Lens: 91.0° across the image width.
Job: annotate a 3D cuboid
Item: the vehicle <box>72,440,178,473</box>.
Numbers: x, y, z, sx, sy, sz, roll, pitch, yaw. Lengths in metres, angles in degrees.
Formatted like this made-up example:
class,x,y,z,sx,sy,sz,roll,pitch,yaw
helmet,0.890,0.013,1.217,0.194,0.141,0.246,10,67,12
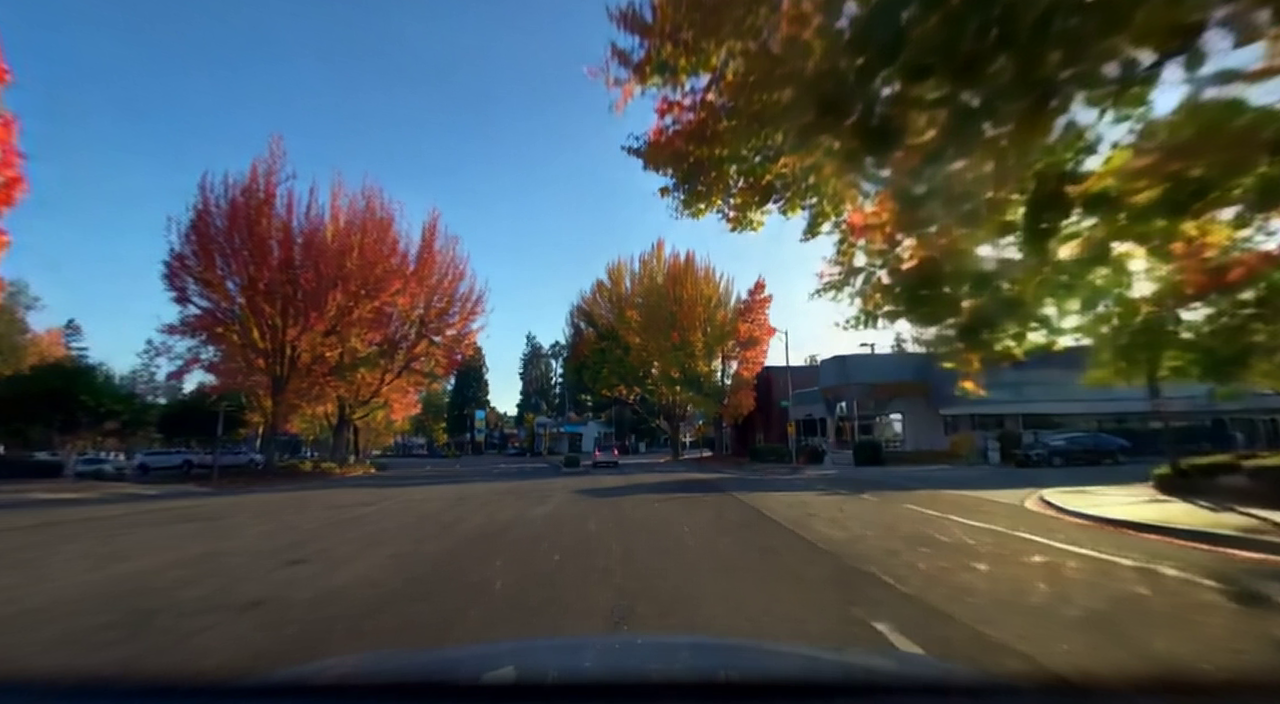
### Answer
class,x,y,z,sx,sy,sz,roll,pitch,yaw
vehicle,-35.681,7.303,43.791,5.135,1.689,2.269,-3,-11,-15

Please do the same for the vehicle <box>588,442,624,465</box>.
class,x,y,z,sx,sy,sz,roll,pitch,yaw
vehicle,-2.403,7.057,44.138,2.018,1.512,4.304,1,-8,-10
